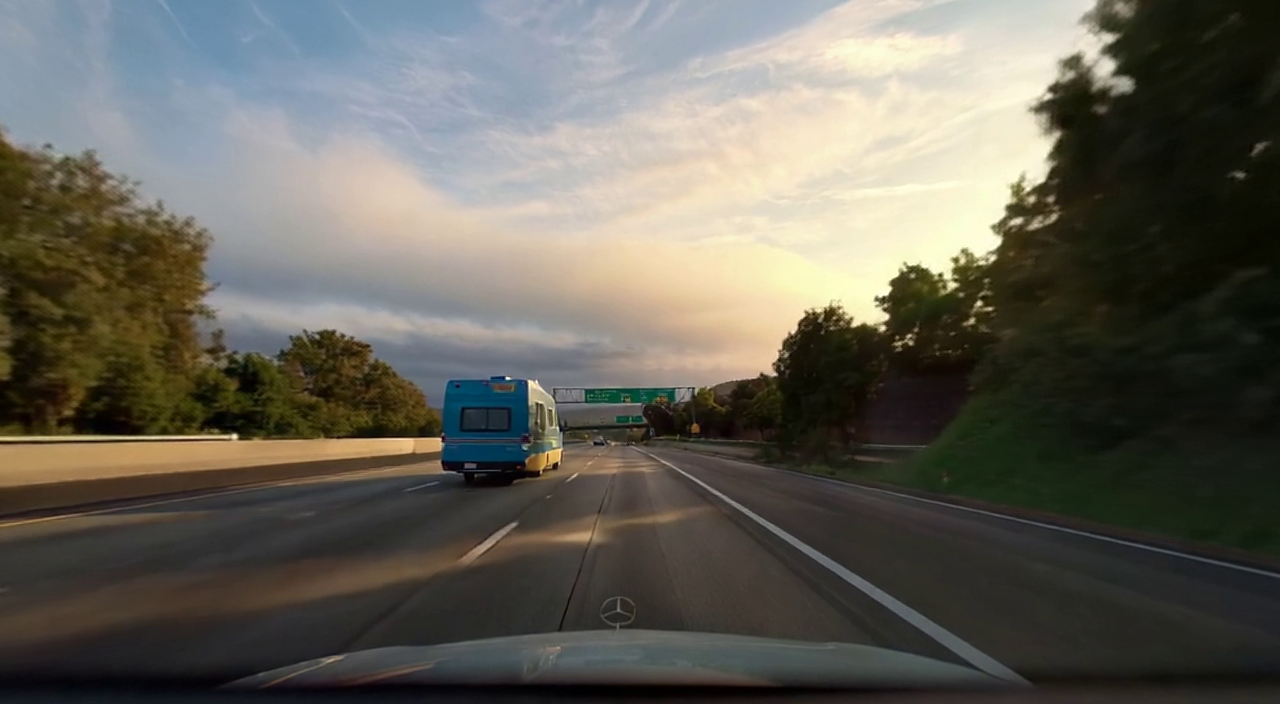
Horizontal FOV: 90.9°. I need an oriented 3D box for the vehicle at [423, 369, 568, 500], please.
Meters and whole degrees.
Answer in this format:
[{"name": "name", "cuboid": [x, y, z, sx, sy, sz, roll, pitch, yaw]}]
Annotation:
[{"name": "vehicle", "cuboid": [-4.026, 2.515, 19.464, 2.676, 3.269, 7.388, 0, -7, 0]}]
